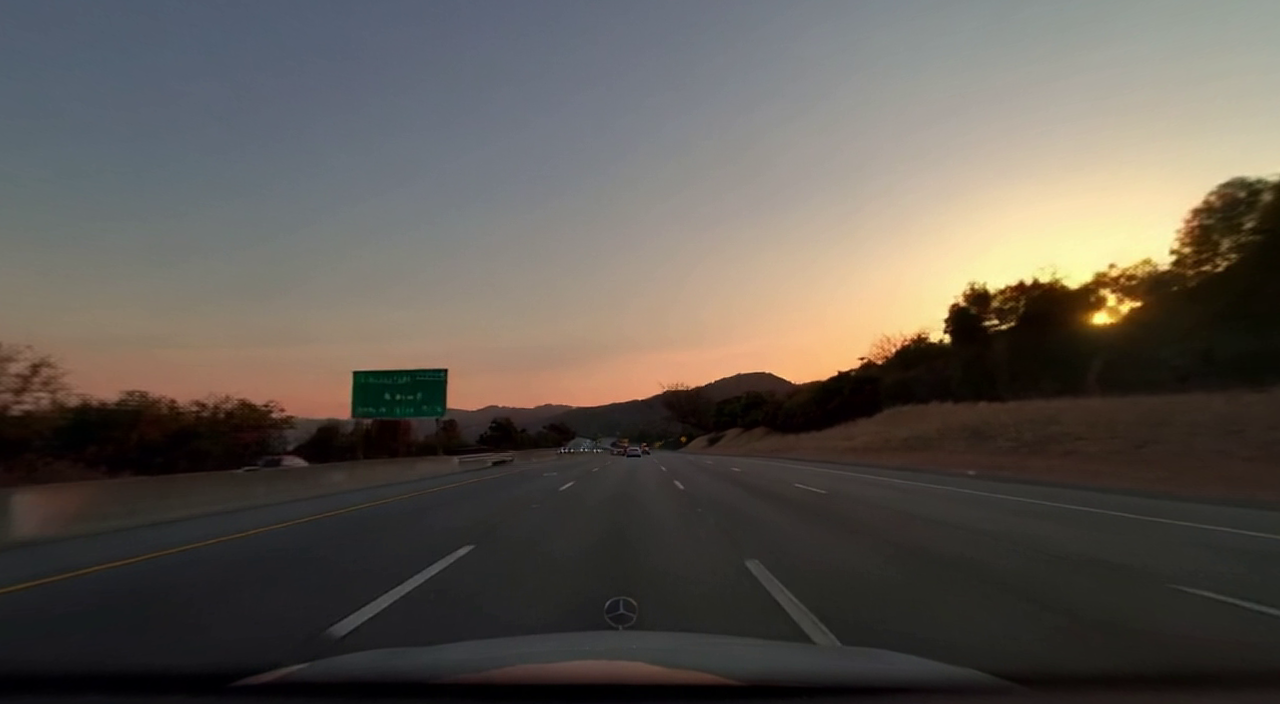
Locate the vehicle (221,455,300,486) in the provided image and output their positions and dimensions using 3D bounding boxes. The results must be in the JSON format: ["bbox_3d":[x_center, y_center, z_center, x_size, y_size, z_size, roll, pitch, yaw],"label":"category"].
[{"bbox_3d":[-23.134,7.211,38.697,1.943,1.683,4.652,-1,-8,-1],"label":"vehicle"}]
